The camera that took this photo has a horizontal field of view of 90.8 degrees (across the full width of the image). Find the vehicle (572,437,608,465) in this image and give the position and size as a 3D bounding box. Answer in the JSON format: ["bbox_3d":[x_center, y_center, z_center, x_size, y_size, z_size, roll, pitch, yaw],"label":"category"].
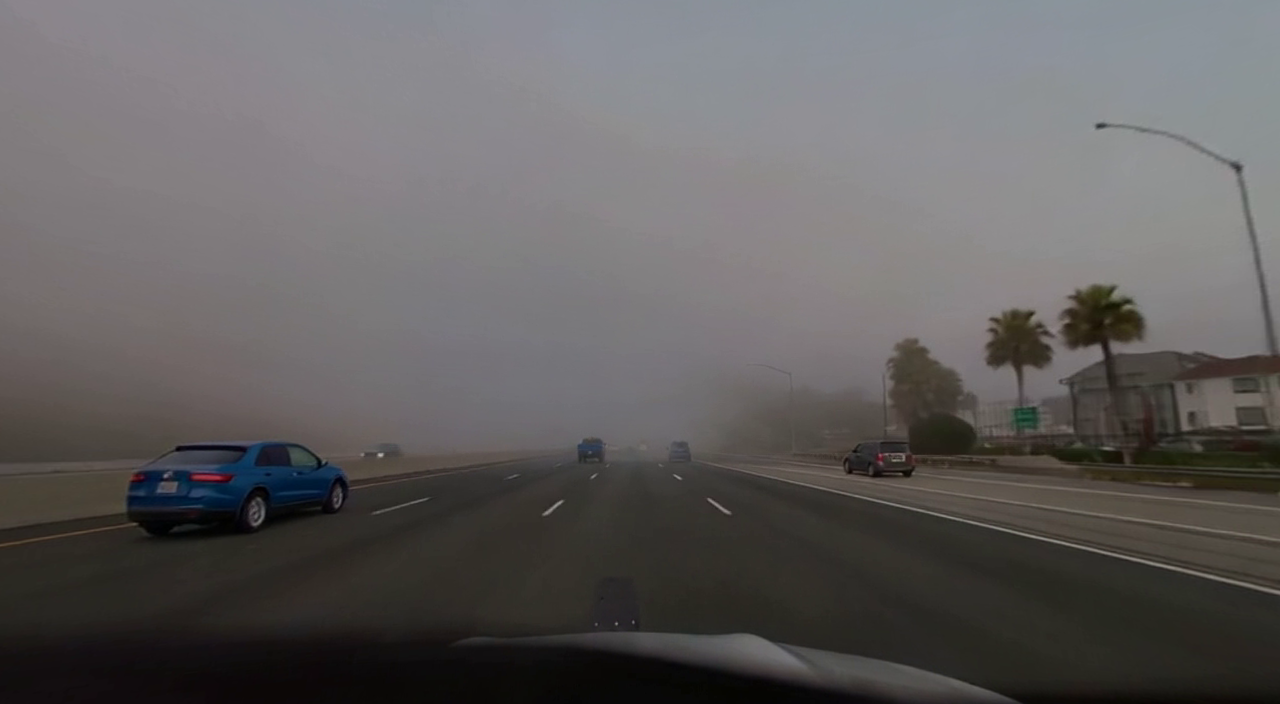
[{"bbox_3d":[-3.635,7.305,46.723,2.225,1.967,4.673,0,-9,0],"label":"vehicle"}]

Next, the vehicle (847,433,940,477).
[{"bbox_3d":[11.280,4.627,28.499,2.168,1.792,4.457,0,-9,-2],"label":"vehicle"}]

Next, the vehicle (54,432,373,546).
[{"bbox_3d":[-6.699,2.200,10.886,2.018,1.480,4.999,0,-9,0],"label":"vehicle"}]
